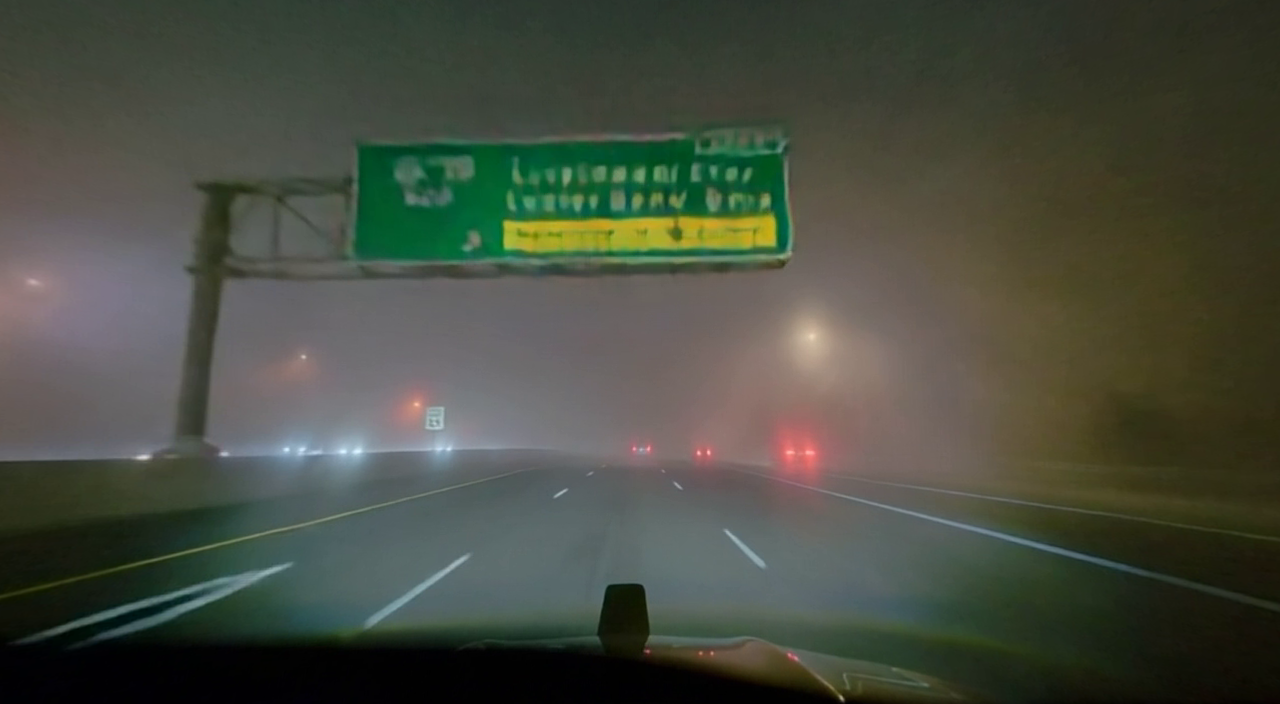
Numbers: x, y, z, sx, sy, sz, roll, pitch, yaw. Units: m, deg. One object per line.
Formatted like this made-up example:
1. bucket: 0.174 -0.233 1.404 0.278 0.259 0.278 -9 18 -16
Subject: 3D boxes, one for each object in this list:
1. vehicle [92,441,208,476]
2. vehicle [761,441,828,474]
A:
1. vehicle: -22.250 4.832 28.881 1.815 1.450 4.401 0 -8 -1
2. vehicle: 7.657 5.281 31.784 2.031 1.524 4.657 0 -8 -2
